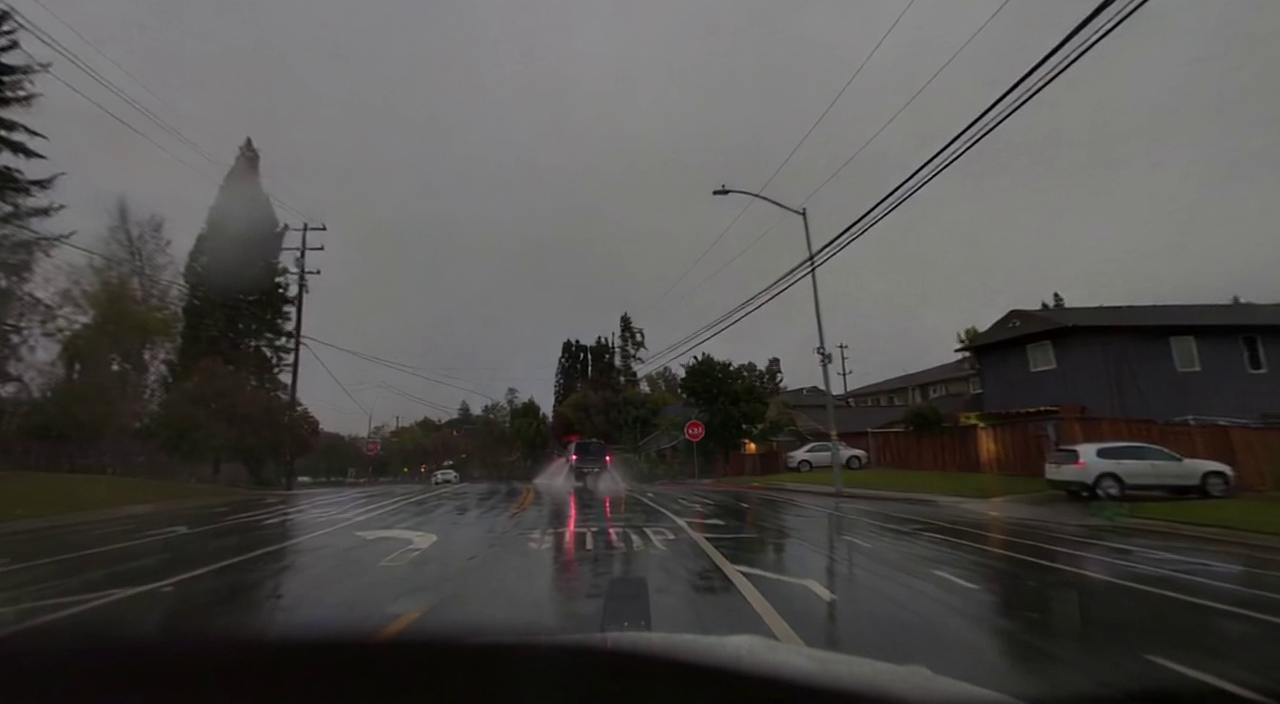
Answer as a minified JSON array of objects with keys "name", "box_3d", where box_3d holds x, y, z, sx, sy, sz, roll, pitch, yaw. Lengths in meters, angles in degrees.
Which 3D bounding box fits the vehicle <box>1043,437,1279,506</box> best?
[{"name":"vehicle","box_3d":[12.429,2.798,15.007,4.383,1.508,1.884,0,-8,-3]}]

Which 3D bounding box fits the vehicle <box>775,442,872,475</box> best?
[{"name":"vehicle","box_3d":[9.791,5.675,33.777,4.582,1.707,1.934,1,-9,-10]}]

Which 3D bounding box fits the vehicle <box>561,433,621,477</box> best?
[{"name":"vehicle","box_3d":[-2.470,4.902,30.520,2.284,1.741,4.702,4,-7,-10]}]
